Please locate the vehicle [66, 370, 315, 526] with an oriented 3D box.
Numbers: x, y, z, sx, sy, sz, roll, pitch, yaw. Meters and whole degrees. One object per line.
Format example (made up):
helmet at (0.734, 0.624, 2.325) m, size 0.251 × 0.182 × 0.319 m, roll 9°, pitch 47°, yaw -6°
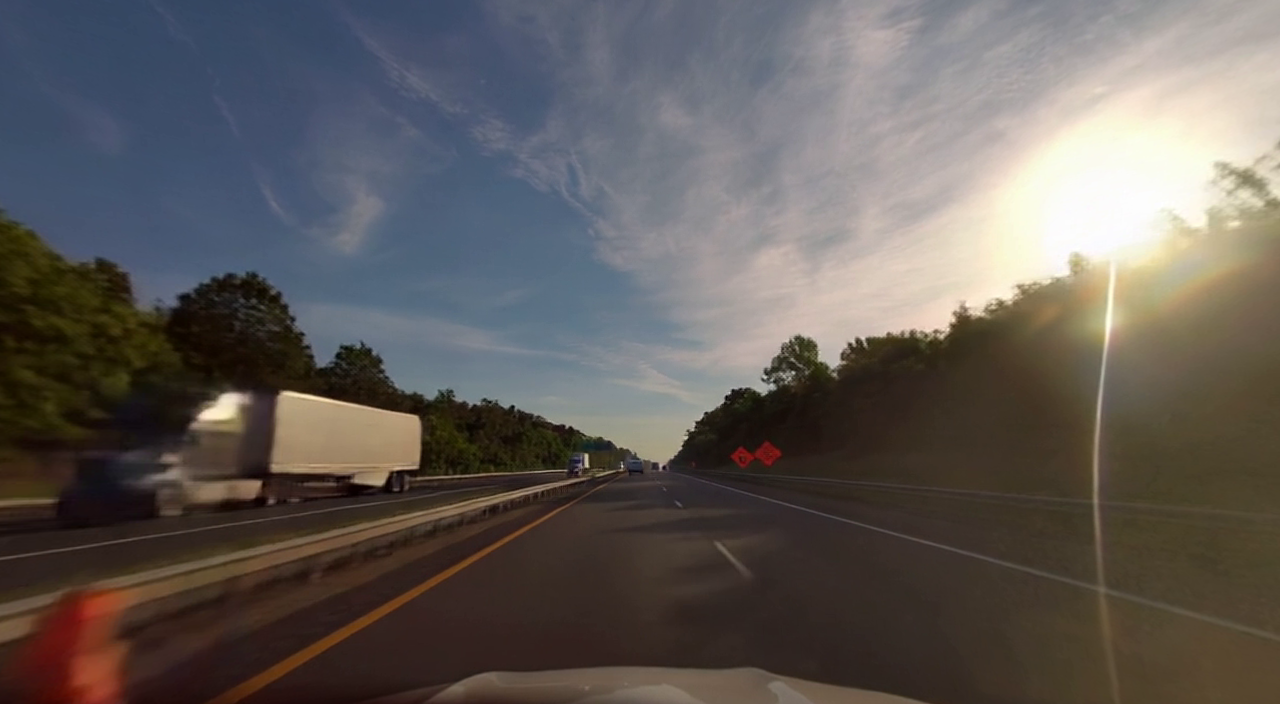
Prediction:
vehicle at (-13.179, 2.996, 19.351) m, size 2.963 × 3.991 × 5.854 m, roll 1°, pitch -10°, yaw 0°
